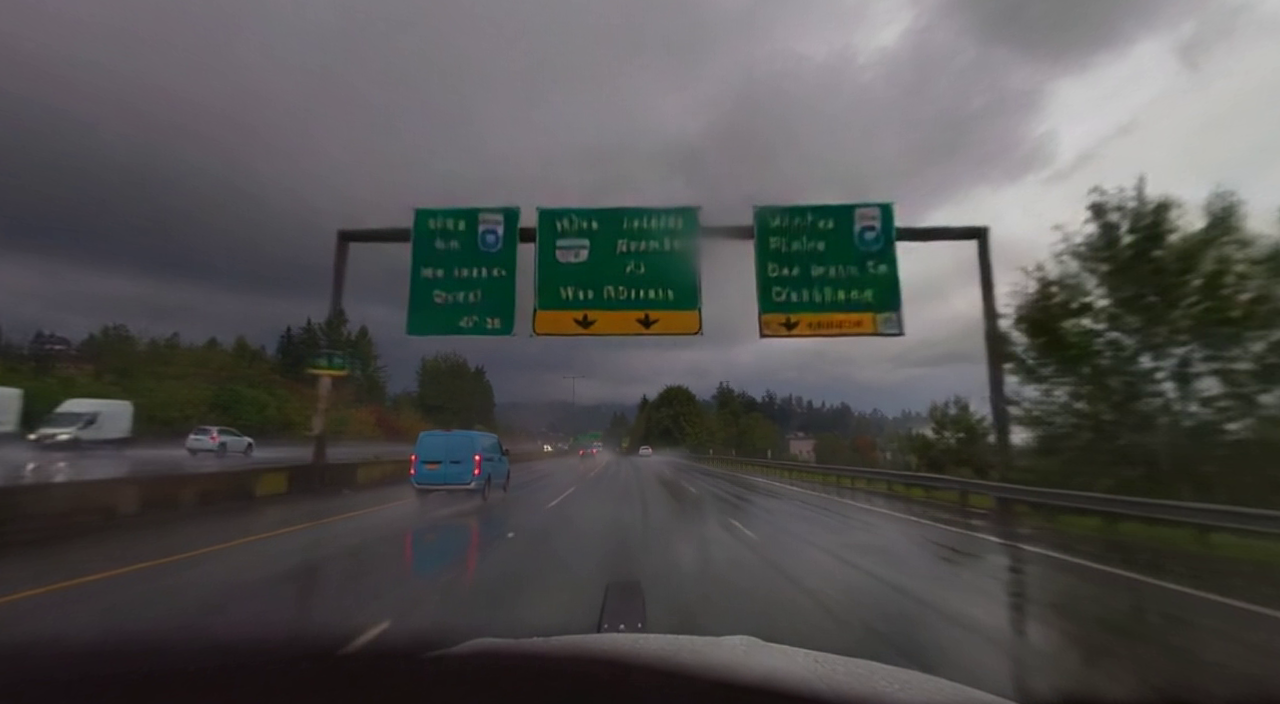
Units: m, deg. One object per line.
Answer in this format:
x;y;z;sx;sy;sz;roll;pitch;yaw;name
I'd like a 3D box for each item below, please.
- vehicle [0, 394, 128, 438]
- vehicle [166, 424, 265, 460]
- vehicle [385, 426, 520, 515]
-37.219;4.279;41.071;2.464;2.547;6.178;0;-9;-1;vehicle
-18.925;4.072;28.288;1.879;1.492;3.607;0;-9;0;vehicle
-4.224;2.742;15.024;1.971;1.795;4.389;0;-9;-2;vehicle
